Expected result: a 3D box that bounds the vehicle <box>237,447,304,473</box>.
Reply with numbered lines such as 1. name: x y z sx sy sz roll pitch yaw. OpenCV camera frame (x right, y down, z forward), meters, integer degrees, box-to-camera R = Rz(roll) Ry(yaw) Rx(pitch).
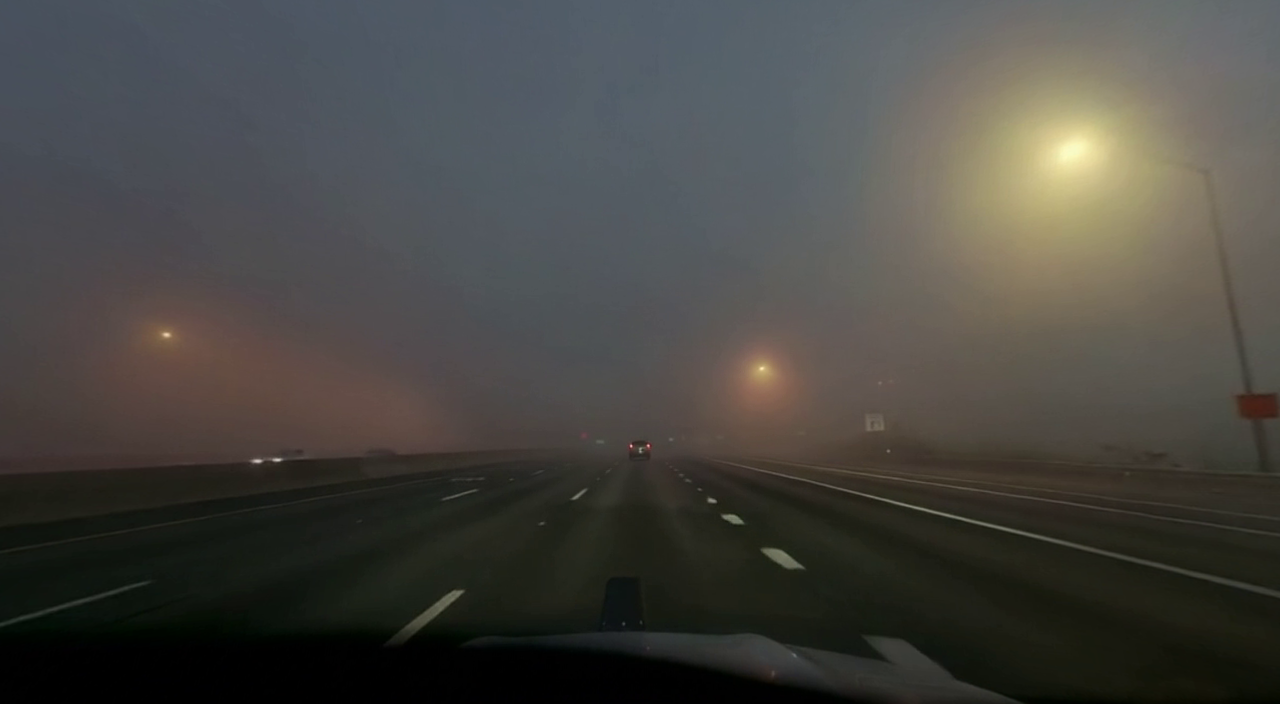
1. vehicle: -25.411 7.403 43.511 1.945 1.621 4.378 0 -9 0
